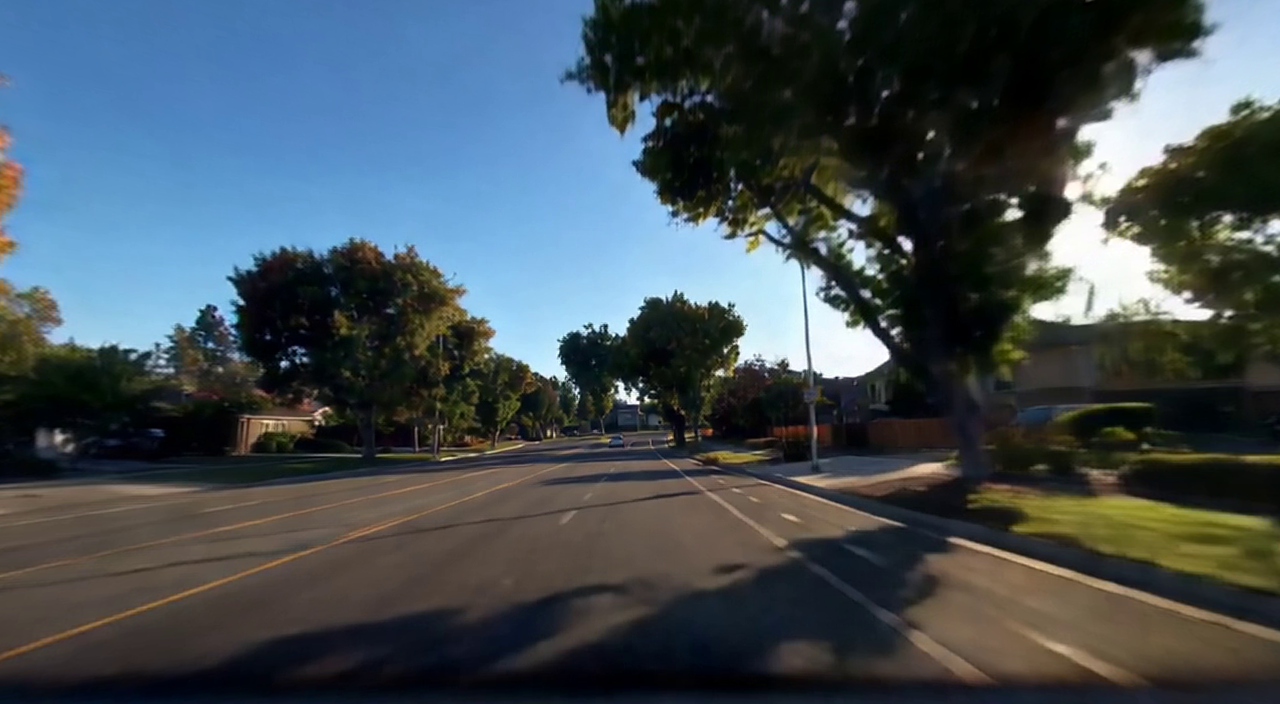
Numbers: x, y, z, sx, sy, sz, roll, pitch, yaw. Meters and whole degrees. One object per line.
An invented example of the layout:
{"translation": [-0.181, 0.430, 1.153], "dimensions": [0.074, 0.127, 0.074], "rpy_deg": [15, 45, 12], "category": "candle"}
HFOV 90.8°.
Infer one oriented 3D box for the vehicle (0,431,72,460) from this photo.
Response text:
{"translation": [-34.775, 5.208, 35.290], "dimensions": [1.831, 1.567, 4.342], "rpy_deg": [-2, -7, 6], "category": "vehicle"}
